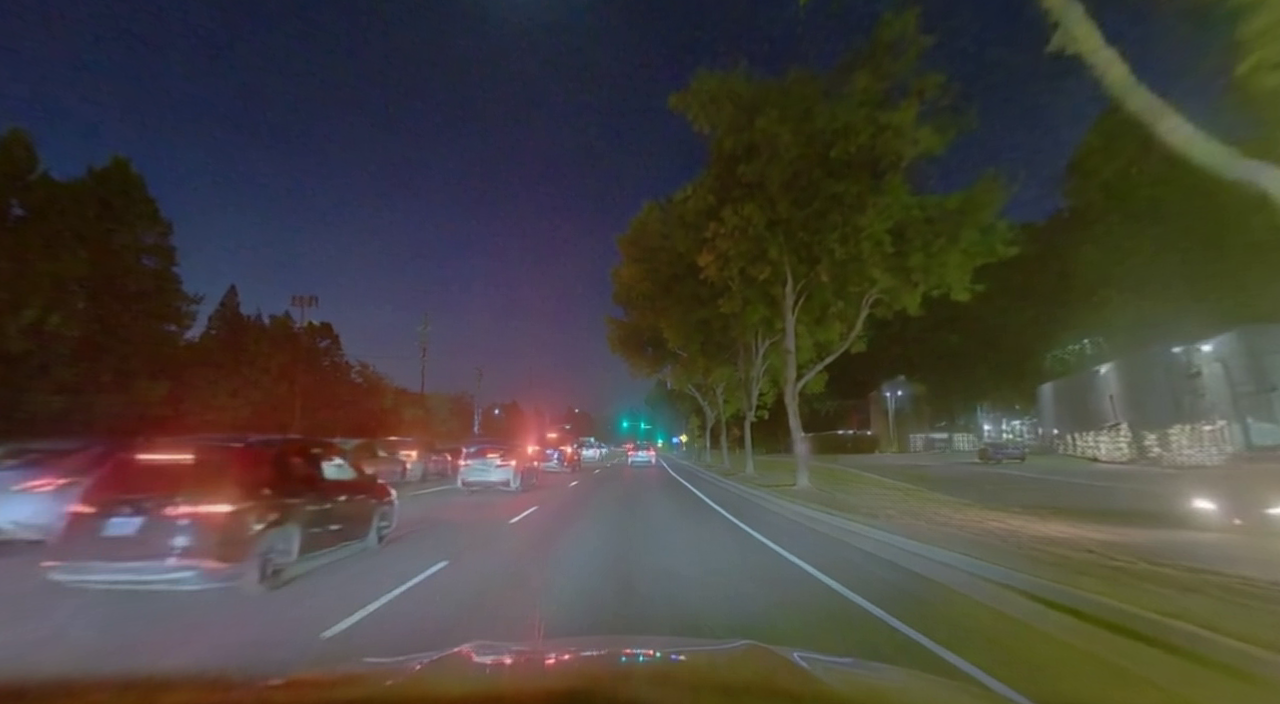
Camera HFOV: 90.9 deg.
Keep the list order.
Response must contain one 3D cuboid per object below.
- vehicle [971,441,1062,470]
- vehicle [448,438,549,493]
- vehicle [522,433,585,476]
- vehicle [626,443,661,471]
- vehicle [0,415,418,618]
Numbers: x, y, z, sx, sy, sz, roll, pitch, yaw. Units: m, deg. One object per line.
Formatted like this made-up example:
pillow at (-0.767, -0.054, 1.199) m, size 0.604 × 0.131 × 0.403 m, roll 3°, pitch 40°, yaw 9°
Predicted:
vehicle at (27.520, 7.565, 46.178) m, size 5.193 × 1.955 × 2.249 m, roll 0°, pitch -7°, yaw 0°
vehicle at (-4.145, 3.397, 19.256) m, size 1.975 × 1.447 × 4.356 m, roll 0°, pitch -8°, yaw 2°
vehicle at (-3.796, 4.641, 28.692) m, size 2.130 × 1.749 × 4.904 m, roll 0°, pitch -8°, yaw 1°
vehicle at (0.195, 5.935, 35.783) m, size 1.875 × 1.453 × 3.888 m, roll 0°, pitch -8°, yaw 0°
vehicle at (-4.198, 1.553, 6.918) m, size 1.871 × 1.502 × 4.240 m, roll 0°, pitch -8°, yaw 2°
